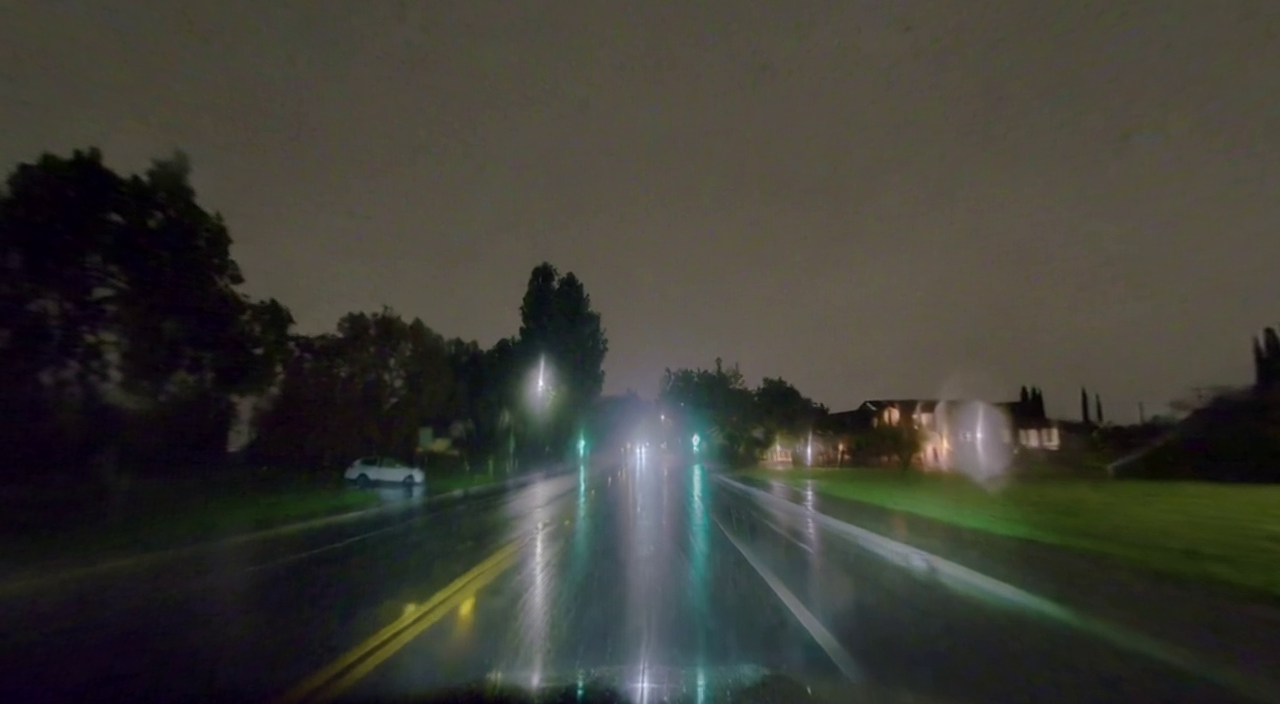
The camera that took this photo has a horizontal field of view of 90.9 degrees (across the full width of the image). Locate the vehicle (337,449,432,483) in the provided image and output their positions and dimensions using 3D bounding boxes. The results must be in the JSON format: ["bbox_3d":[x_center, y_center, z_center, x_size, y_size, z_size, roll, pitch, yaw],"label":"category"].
[{"bbox_3d":[-13.572,6.033,33.573,4.310,1.723,1.915,-2,-8,14],"label":"vehicle"}]
